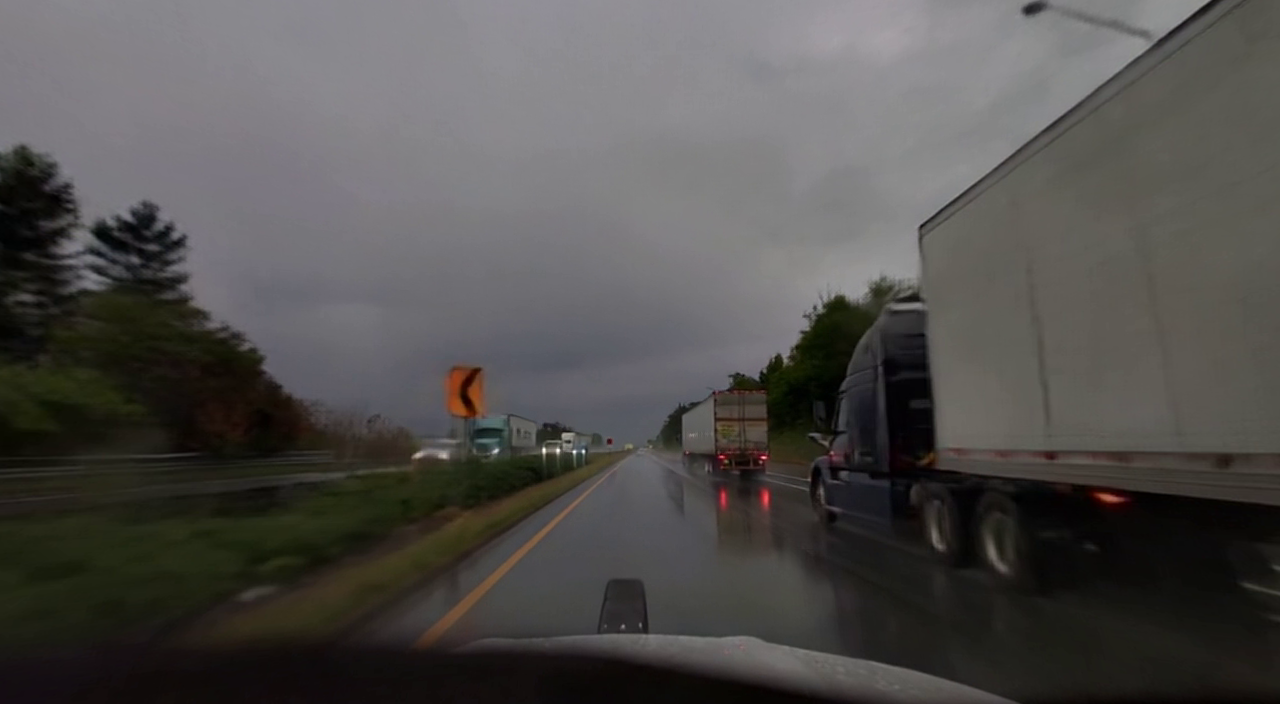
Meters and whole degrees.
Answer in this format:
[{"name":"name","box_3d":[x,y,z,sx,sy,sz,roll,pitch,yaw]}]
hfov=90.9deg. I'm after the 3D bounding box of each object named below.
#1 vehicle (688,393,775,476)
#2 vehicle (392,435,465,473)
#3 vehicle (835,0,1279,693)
[{"name":"vehicle","box_3d":[5.023,5.134,38.094,2.983,4.030,14.444,0,-9,0]},{"name":"vehicle","box_3d":[-9.944,4.826,29.963,1.858,1.645,4.182,0,-9,2]},{"name":"vehicle","box_3d":[4.981,-0.117,3.973,2.929,4.093,14.258,0,-9,0]}]
